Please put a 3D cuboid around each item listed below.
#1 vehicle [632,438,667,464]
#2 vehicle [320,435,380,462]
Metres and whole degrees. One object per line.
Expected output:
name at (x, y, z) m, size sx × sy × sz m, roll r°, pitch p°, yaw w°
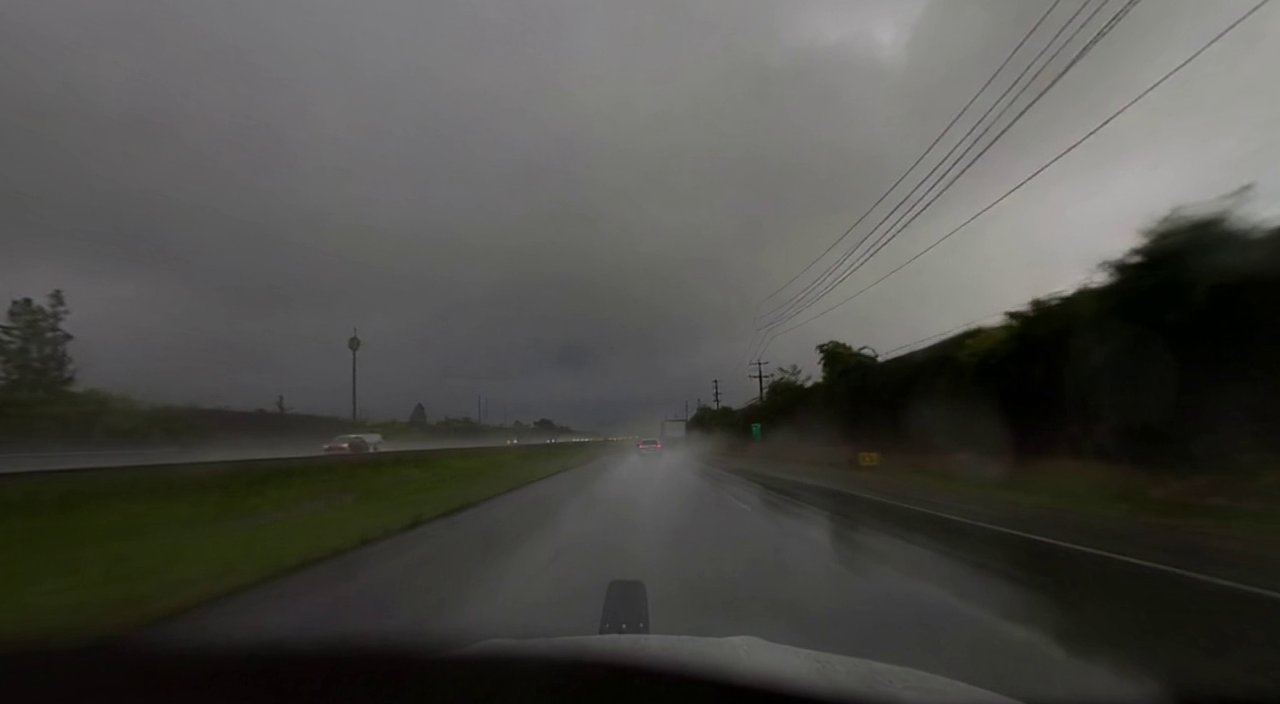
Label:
vehicle at (0.647, 6.560, 41.878) m, size 2.192 × 1.556 × 4.132 m, roll -1°, pitch -8°, yaw 1°
vehicle at (-21.454, 7.184, 46.935) m, size 2.039 × 1.874 × 4.958 m, roll -1°, pitch -8°, yaw 1°
